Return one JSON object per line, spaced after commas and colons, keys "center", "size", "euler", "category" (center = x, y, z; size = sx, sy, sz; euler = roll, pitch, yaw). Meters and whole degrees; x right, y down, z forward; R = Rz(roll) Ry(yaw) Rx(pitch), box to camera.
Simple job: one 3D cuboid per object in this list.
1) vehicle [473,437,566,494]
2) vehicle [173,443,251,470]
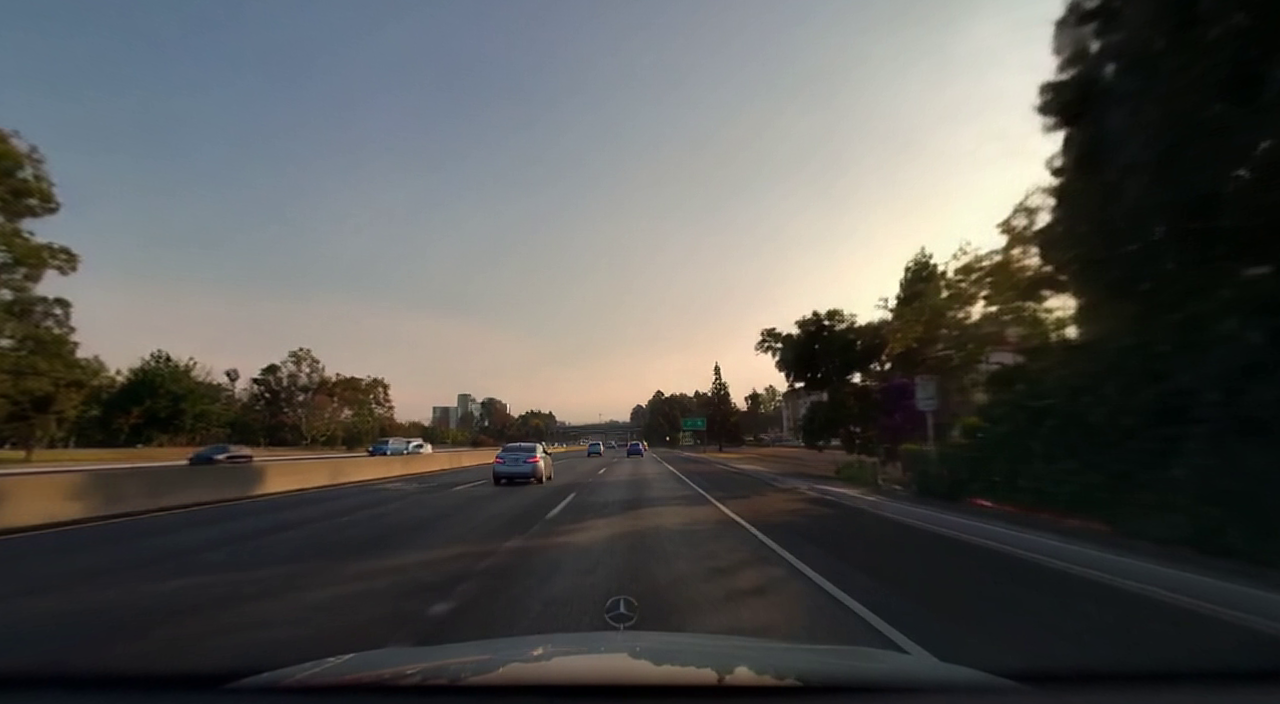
{"center": [-3.381, 3.274, 18.594], "size": [1.920, 1.463, 4.134], "euler": [0, -8, 0], "category": "vehicle"}
{"center": [-31.677, 7.716, 46.987], "size": [2.260, 1.908, 4.930], "euler": [0, -8, 0], "category": "vehicle"}
